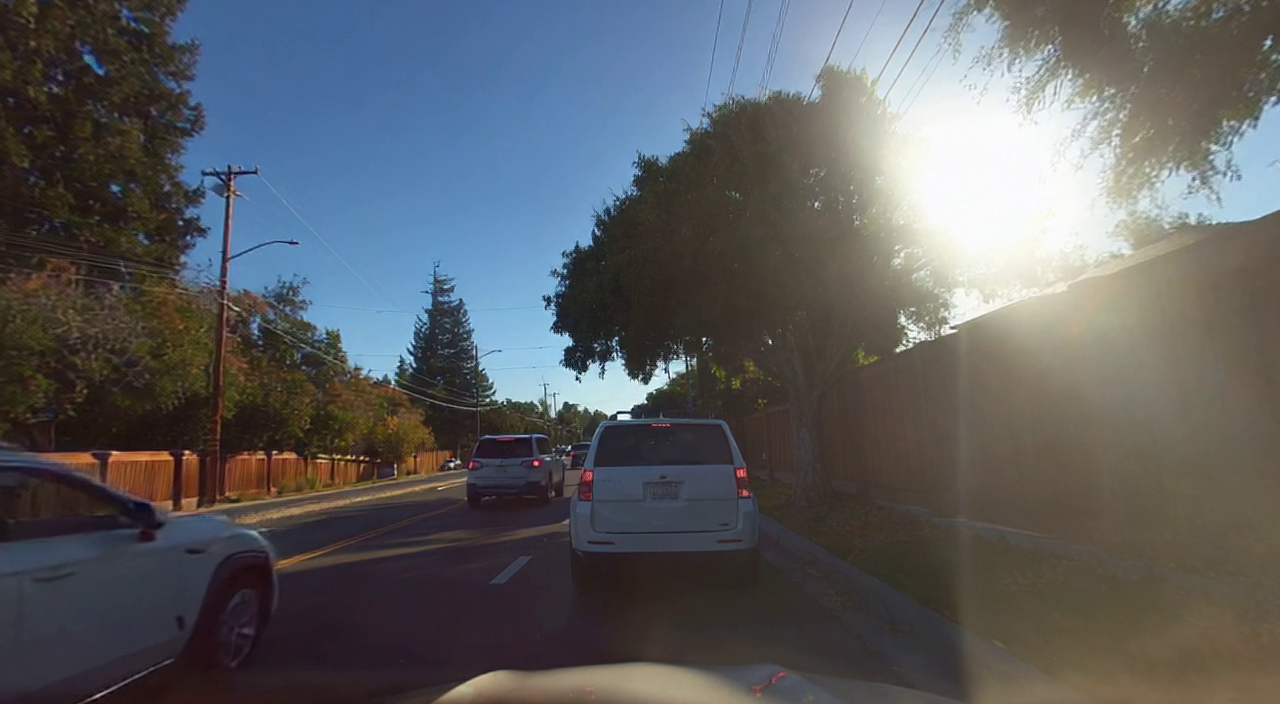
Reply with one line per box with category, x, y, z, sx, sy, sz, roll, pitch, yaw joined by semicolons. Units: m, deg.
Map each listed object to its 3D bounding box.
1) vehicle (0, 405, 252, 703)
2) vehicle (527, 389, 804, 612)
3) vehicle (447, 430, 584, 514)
vehicle;-3.195;0.828;1.439;1.979;1.489;4.006;0;-9;1
vehicle;0.199;1.482;7.115;2.174;1.749;4.113;0;-9;0
vehicle;-2.693;2.744;14.952;2.176;1.653;4.666;0;-9;2
